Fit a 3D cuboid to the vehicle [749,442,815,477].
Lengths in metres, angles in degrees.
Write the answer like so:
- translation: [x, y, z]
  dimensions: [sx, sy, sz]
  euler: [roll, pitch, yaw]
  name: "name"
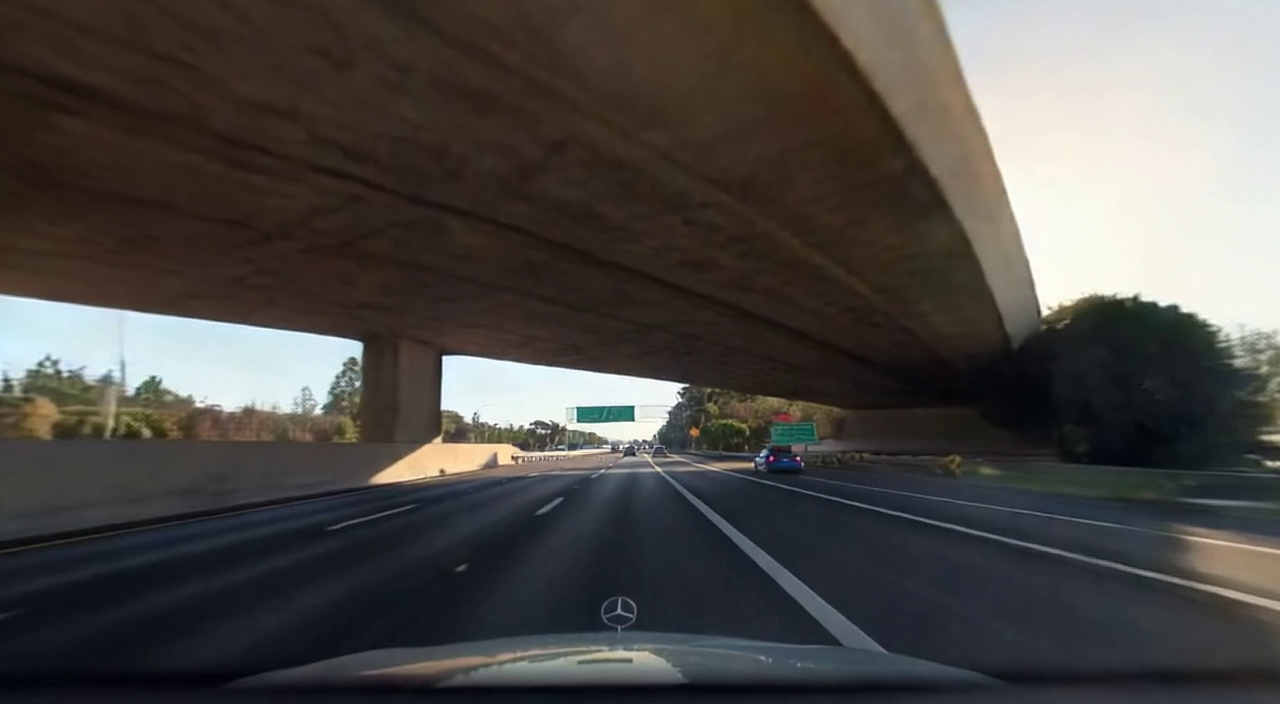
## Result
- translation: [6.737, 5.146, 30.495]
  dimensions: [1.958, 1.498, 4.447]
  euler: [1, -8, -2]
  name: "vehicle"
